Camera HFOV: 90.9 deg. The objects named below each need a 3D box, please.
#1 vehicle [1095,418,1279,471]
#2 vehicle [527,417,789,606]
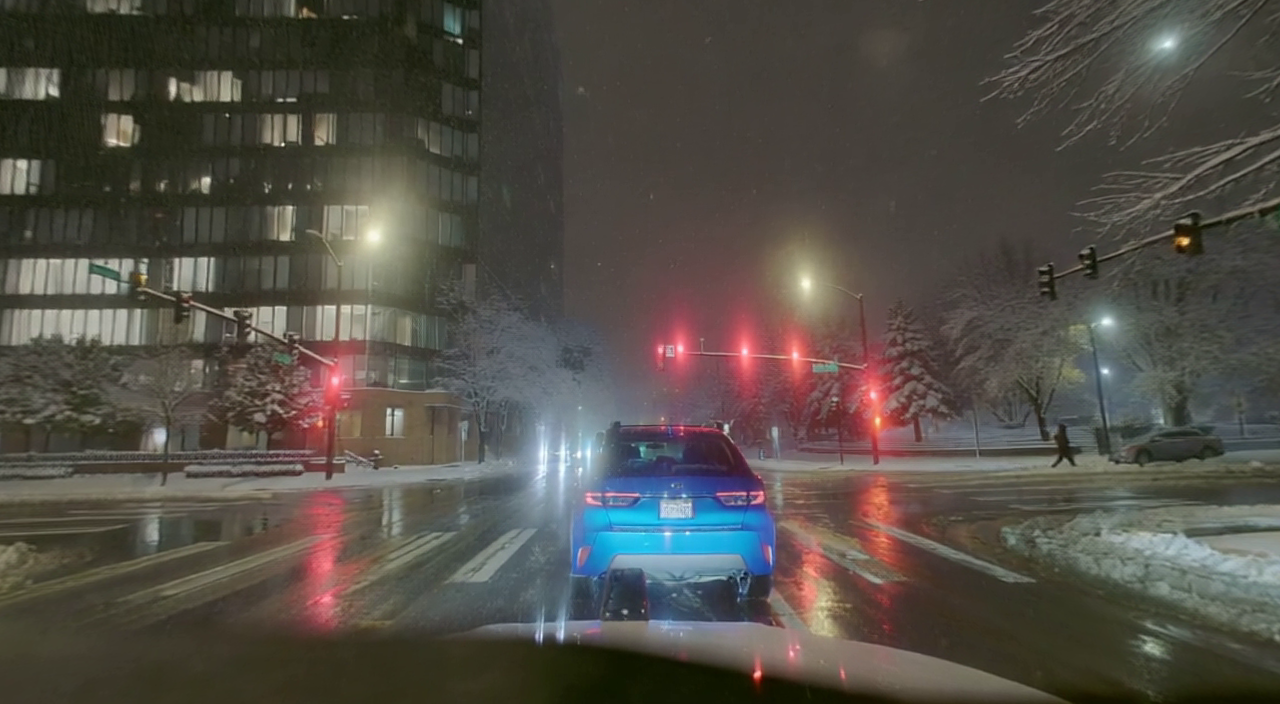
[{"bbox_3d":[19.154,3.258,22.214,4.675,1.772,1.945,0,-8,0],"label":"vehicle"},{"bbox_3d":[-0.145,1.643,7.490,1.893,1.532,4.145,2,-9,-16],"label":"vehicle"}]
